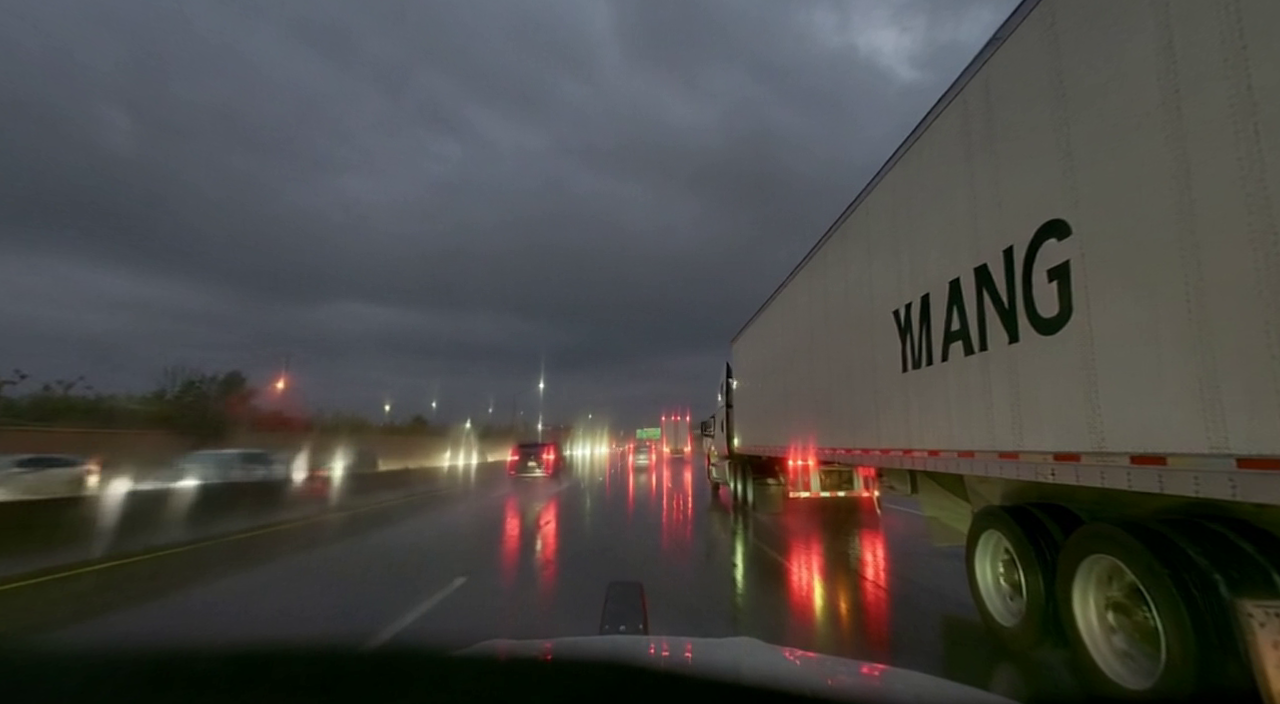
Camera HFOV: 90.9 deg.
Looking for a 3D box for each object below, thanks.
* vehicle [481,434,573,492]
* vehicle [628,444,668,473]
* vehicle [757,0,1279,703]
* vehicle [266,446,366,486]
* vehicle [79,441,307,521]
[{"bbox_3d":[-3.697,3.755,21.684,2.091,1.722,4.974,0,-9,2],"label":"vehicle"},{"bbox_3d":[0.409,5.738,34.300,2.063,1.469,4.208,0,-9,0],"label":"vehicle"},{"bbox_3d":[3.872,0.289,6.981,2.821,4.077,12.562,0,-9,0],"label":"vehicle"},{"bbox_3d":[-16.079,5.670,31.728,2.097,1.801,5.408,0,-9,1],"label":"vehicle"},{"bbox_3d":[-9.596,2.771,14.118,1.910,1.496,4.323,0,-9,0],"label":"vehicle"}]
